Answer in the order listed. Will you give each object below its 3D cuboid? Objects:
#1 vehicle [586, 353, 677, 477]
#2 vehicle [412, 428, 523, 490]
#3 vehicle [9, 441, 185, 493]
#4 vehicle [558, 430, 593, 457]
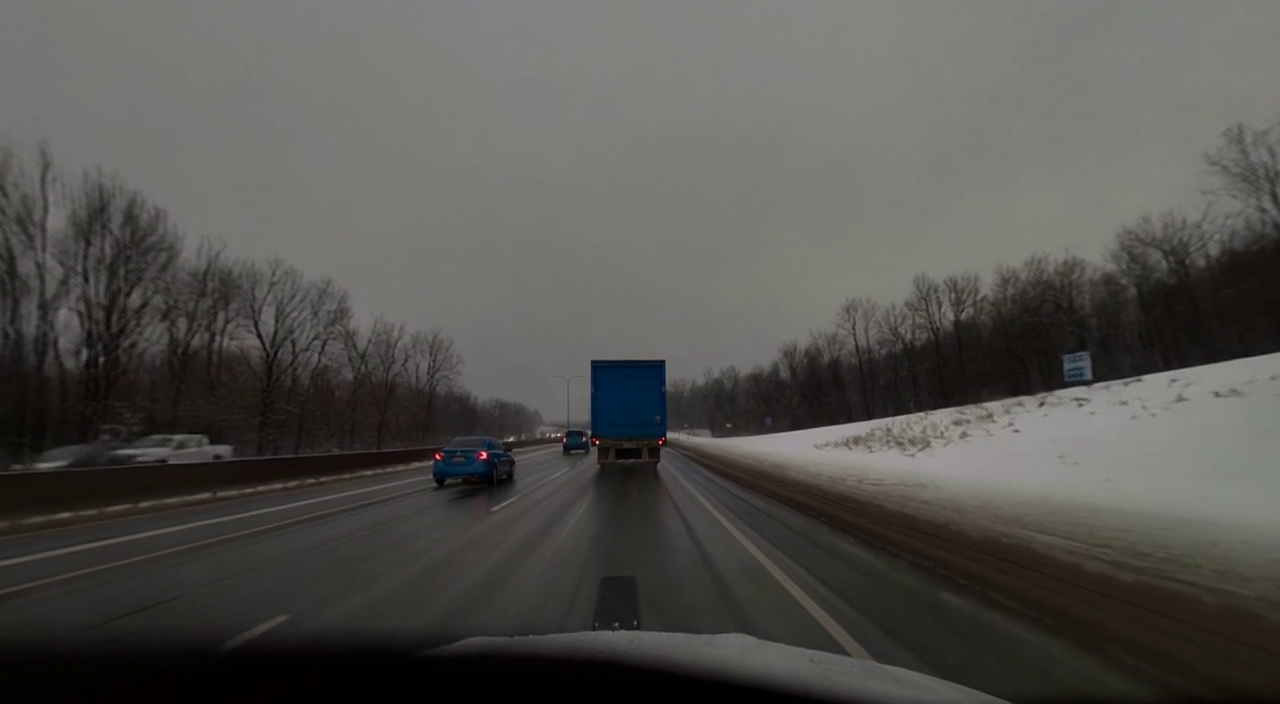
[{"bbox_3d":[-0.384,2.723,25.614,2.953,4.041,10.072,0,-8,-1],"label":"vehicle"},{"bbox_3d":[-4.772,3.007,18.122,1.931,1.539,4.441,0,-8,0],"label":"vehicle"},{"bbox_3d":[-18.068,3.797,21.301,1.883,1.499,4.621,0,-8,0],"label":"vehicle"},{"bbox_3d":[-4.542,6.505,44.896,2.019,1.834,4.644,0,-8,0],"label":"vehicle"}]
